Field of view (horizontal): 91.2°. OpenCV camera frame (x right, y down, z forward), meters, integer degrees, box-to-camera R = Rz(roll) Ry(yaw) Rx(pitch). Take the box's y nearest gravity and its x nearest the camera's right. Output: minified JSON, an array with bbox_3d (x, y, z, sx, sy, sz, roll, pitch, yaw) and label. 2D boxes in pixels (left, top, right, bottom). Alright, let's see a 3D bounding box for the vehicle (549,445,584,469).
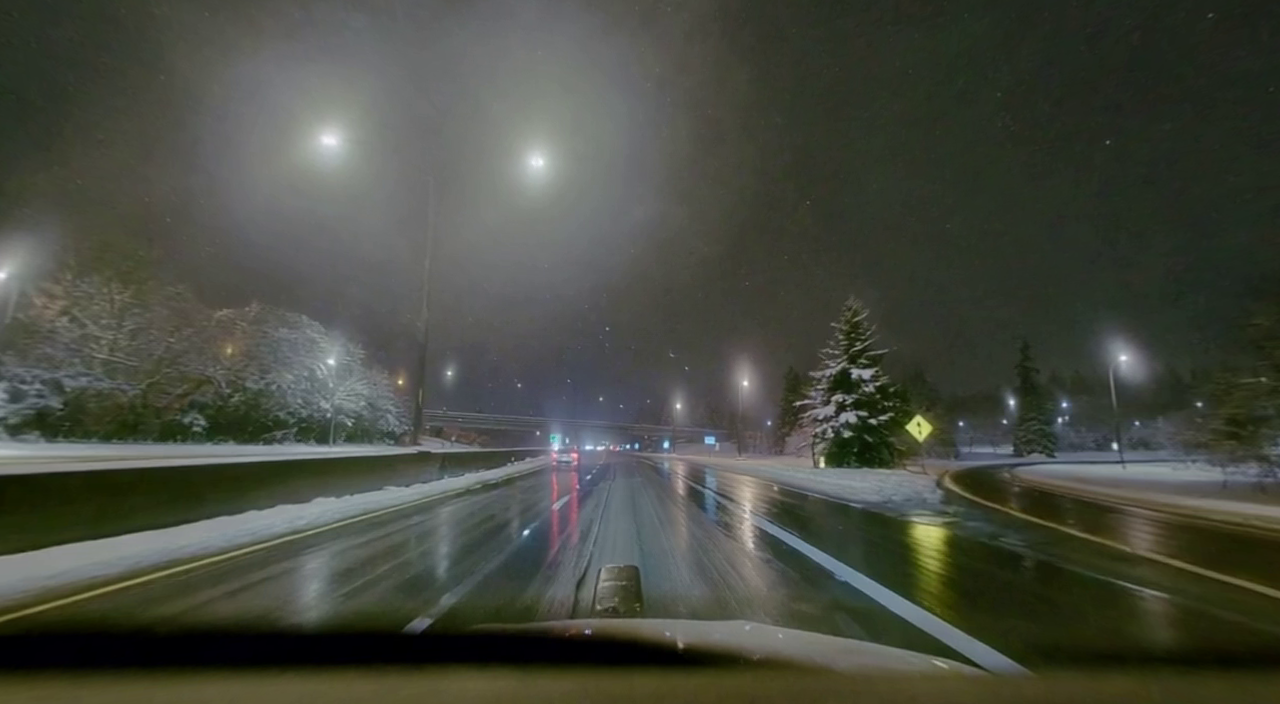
[{"bbox_3d":[-5.011,7.206,43.094,2.008,1.521,4.129,0,-9,-2],"label":"vehicle"}]
